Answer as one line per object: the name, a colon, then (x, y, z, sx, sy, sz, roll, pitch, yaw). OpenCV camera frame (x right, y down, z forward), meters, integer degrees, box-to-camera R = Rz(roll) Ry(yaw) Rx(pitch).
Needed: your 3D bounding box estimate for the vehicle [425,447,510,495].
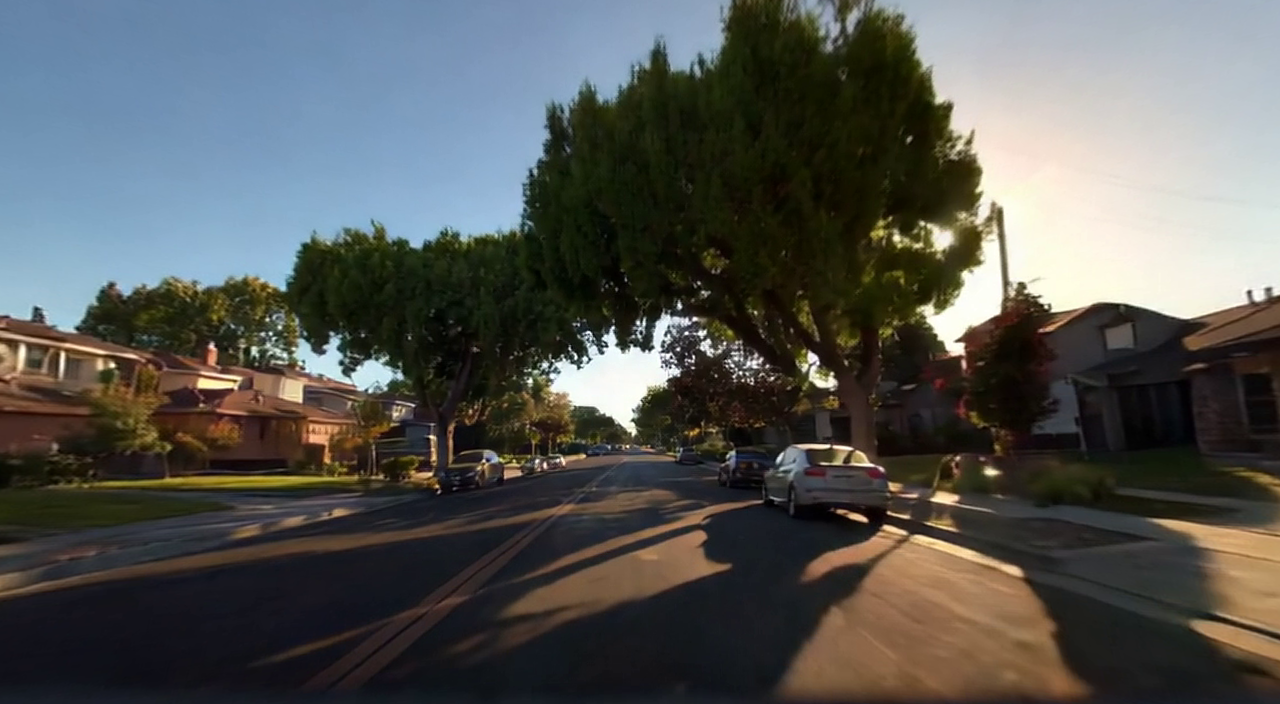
vehicle: (-6.439, 4.453, 24.063, 1.985, 1.497, 4.655, -2, -8, -1)

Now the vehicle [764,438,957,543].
vehicle: (3.789, 2.428, 11.814, 1.917, 1.569, 4.460, 0, -8, -1)

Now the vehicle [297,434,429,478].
vehicle: (-14.238, 5.363, 32.613, 5.681, 2.094, 2.344, 0, -8, 0)
